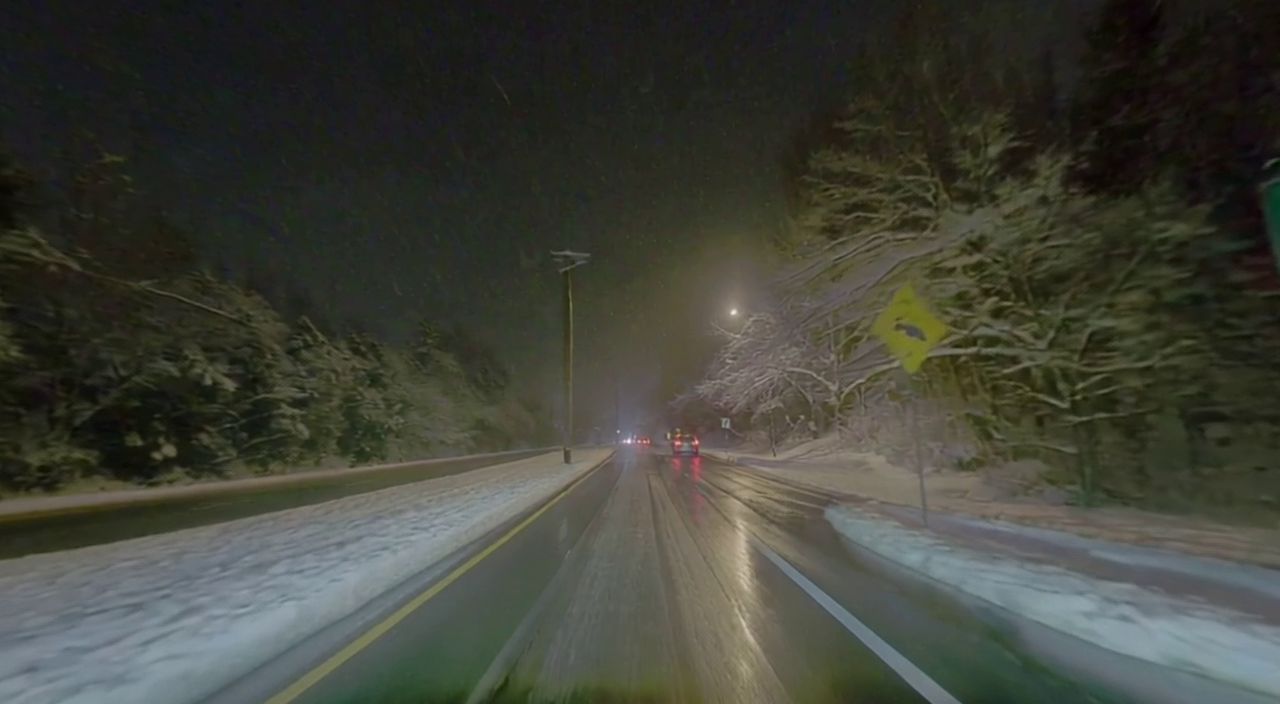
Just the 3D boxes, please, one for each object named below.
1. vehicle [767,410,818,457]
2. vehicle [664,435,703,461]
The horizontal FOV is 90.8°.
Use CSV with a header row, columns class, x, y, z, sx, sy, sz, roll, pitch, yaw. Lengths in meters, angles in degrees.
class,x,y,z,sx,sy,sz,roll,pitch,yaw
vehicle,10.915,5.893,45.433,3.250,3.147,4.411,-3,-9,13
vehicle,3.090,6.951,45.947,2.183,1.744,4.424,0,-8,-4
